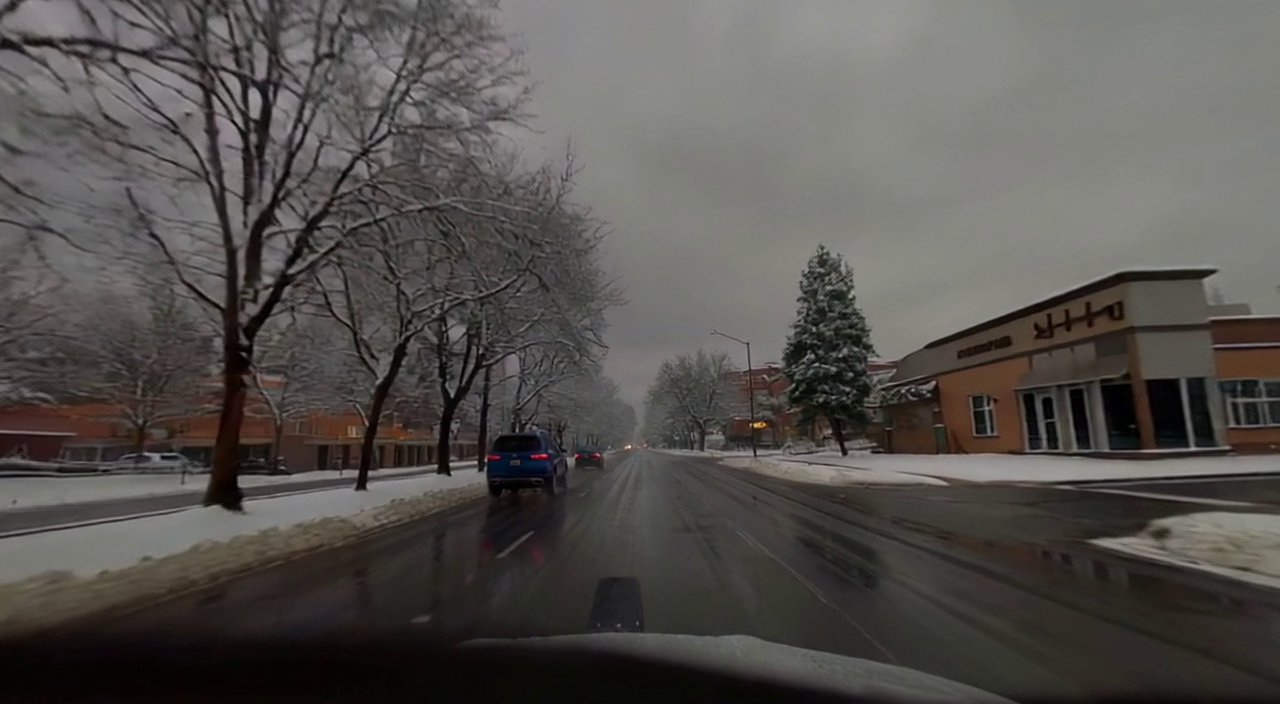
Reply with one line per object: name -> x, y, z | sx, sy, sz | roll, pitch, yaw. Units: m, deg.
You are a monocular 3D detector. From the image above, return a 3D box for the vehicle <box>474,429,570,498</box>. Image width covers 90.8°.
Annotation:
vehicle -> -3.369, 3.297, 19.014 | 2.042, 1.817, 4.364 | 0, -9, 0

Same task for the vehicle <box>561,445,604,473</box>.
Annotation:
vehicle -> -3.158, 5.998, 35.597 | 2.069, 1.470, 4.601 | 0, -9, 0
